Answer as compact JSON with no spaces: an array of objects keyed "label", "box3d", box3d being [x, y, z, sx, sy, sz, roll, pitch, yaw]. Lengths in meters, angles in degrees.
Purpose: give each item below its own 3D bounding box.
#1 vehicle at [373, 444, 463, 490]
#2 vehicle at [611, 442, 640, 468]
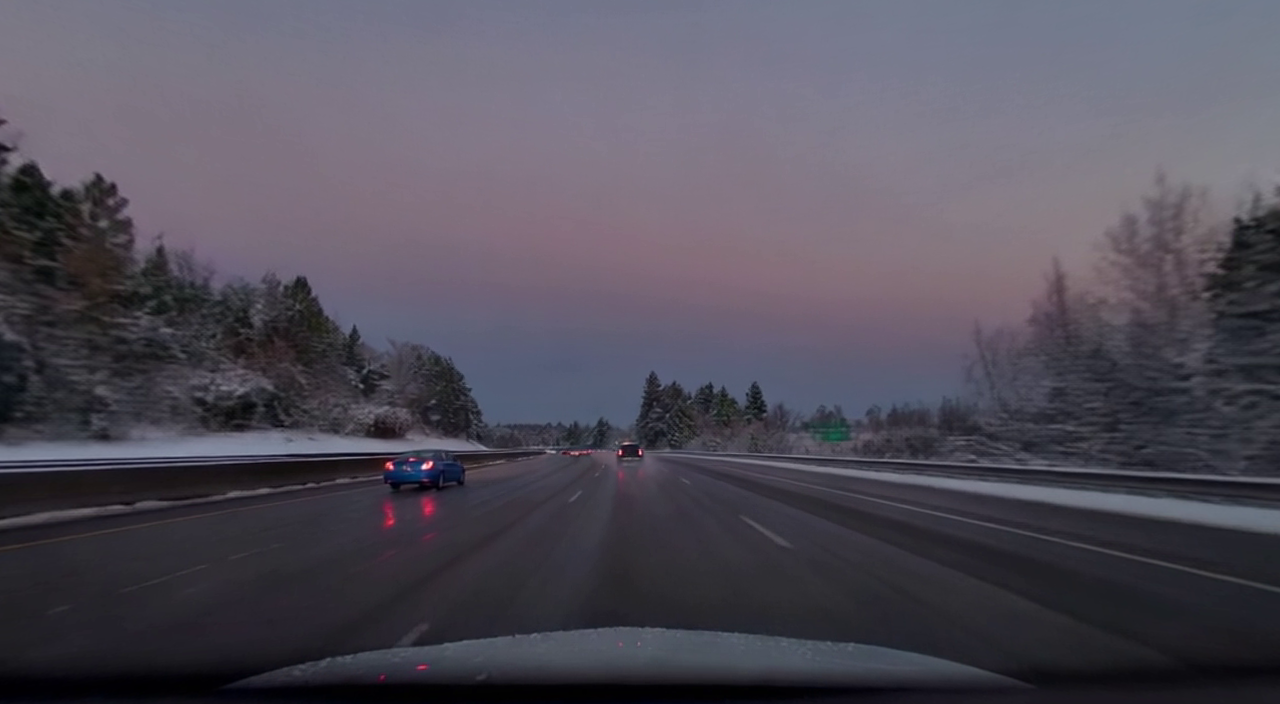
[{"label":"vehicle","box3d":[-7.897,4.094,22.879,1.915,1.479,3.843,0,-9,-1]},{"label":"vehicle","box3d":[-1.121,7.656,47.114,1.990,1.878,4.079,0,-9,-3]}]
